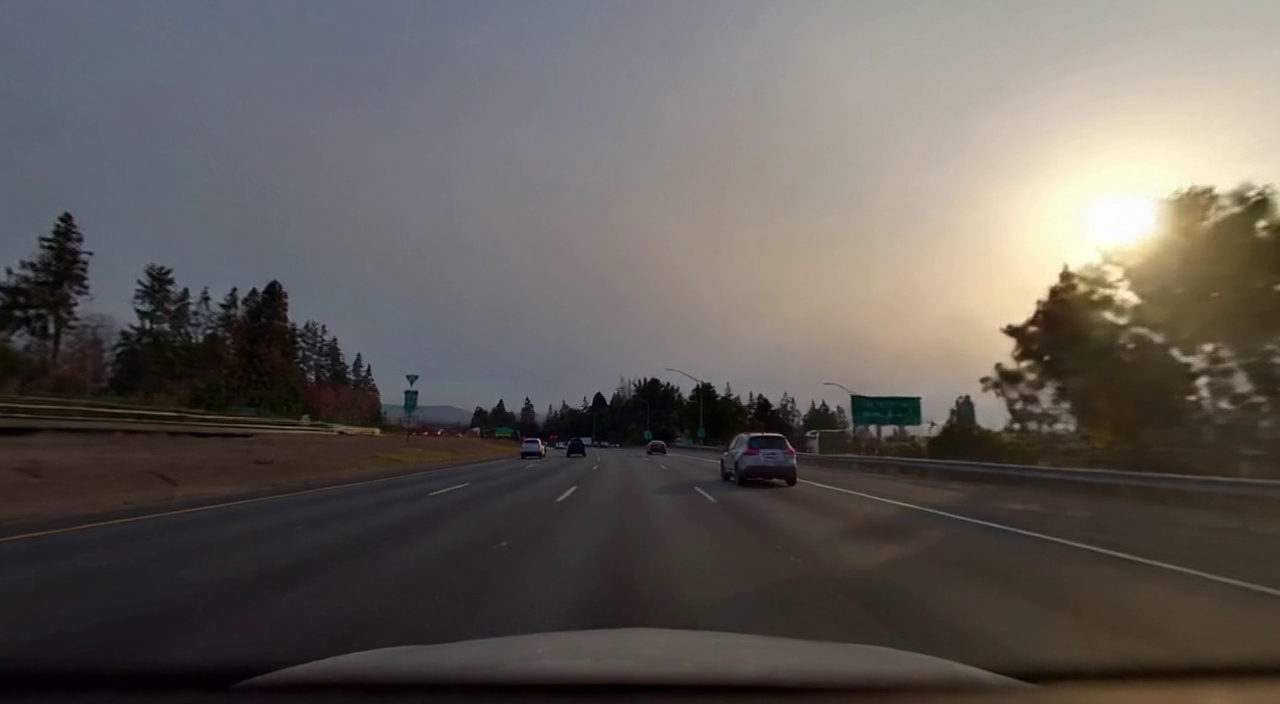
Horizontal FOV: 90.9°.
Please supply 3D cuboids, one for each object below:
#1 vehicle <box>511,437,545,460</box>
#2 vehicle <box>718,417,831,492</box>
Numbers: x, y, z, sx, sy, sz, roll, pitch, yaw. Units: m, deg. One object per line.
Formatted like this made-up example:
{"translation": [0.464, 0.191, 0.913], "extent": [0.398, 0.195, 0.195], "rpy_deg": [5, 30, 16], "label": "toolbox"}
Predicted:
{"translation": [-8.568, 7.397, 48.465], "extent": [2.064, 1.645, 4.286], "rpy_deg": [0, -8, -4], "label": "vehicle"}
{"translation": [3.505, 2.781, 17.367], "extent": [2.043, 1.795, 4.347], "rpy_deg": [0, -8, -2], "label": "vehicle"}
